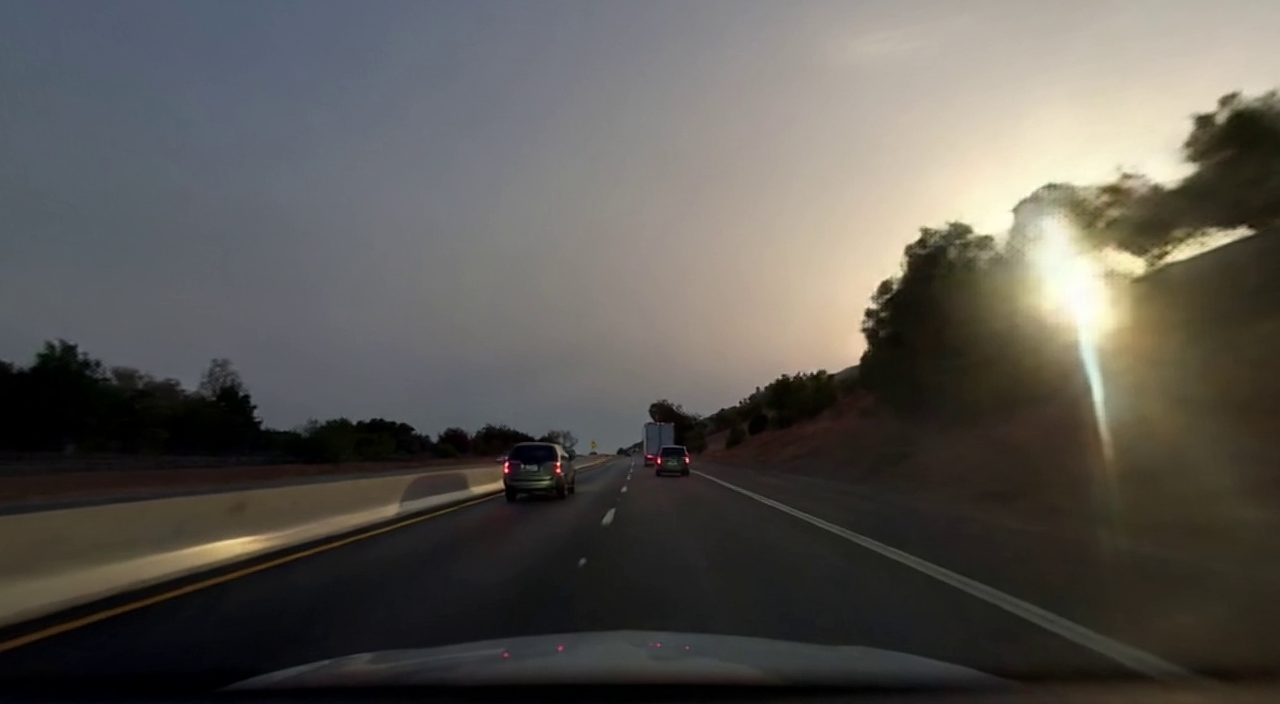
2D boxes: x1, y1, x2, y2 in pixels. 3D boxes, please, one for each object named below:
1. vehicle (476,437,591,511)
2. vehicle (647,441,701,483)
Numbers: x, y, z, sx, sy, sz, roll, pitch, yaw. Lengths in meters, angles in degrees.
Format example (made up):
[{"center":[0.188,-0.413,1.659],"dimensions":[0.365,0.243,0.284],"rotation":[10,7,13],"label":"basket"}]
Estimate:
[{"center":[-2.589,3.123,16.514],"dimensions":[2.181,1.653,4.691],"rotation":[0,-9,0],"label":"vehicle"},{"center":[1.453,4.970,28.501],"dimensions":[2.230,1.715,4.243],"rotation":[0,-9,0],"label":"vehicle"}]
